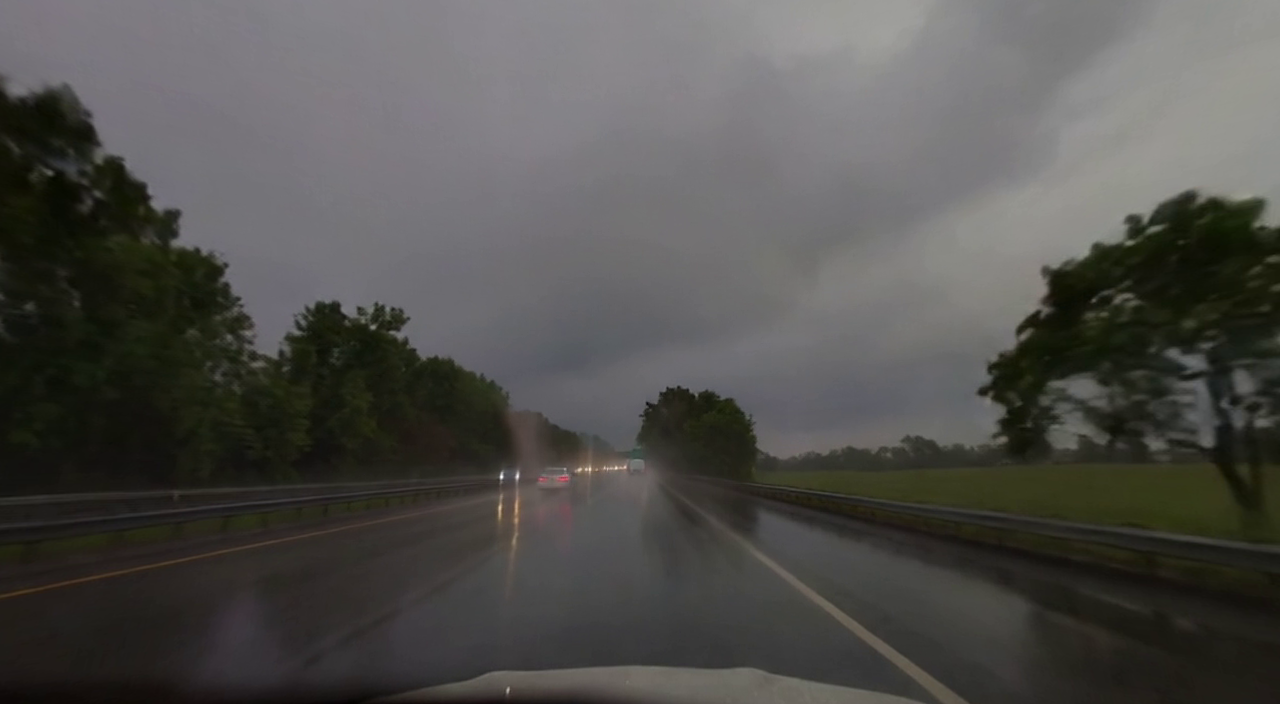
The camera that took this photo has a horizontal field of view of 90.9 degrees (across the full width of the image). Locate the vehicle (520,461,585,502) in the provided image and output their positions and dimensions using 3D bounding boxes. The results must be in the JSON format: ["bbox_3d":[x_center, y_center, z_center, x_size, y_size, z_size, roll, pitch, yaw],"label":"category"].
[{"bbox_3d":[-3.594,5.475,26.874,2.006,1.516,4.820,1,-11,1],"label":"vehicle"}]
